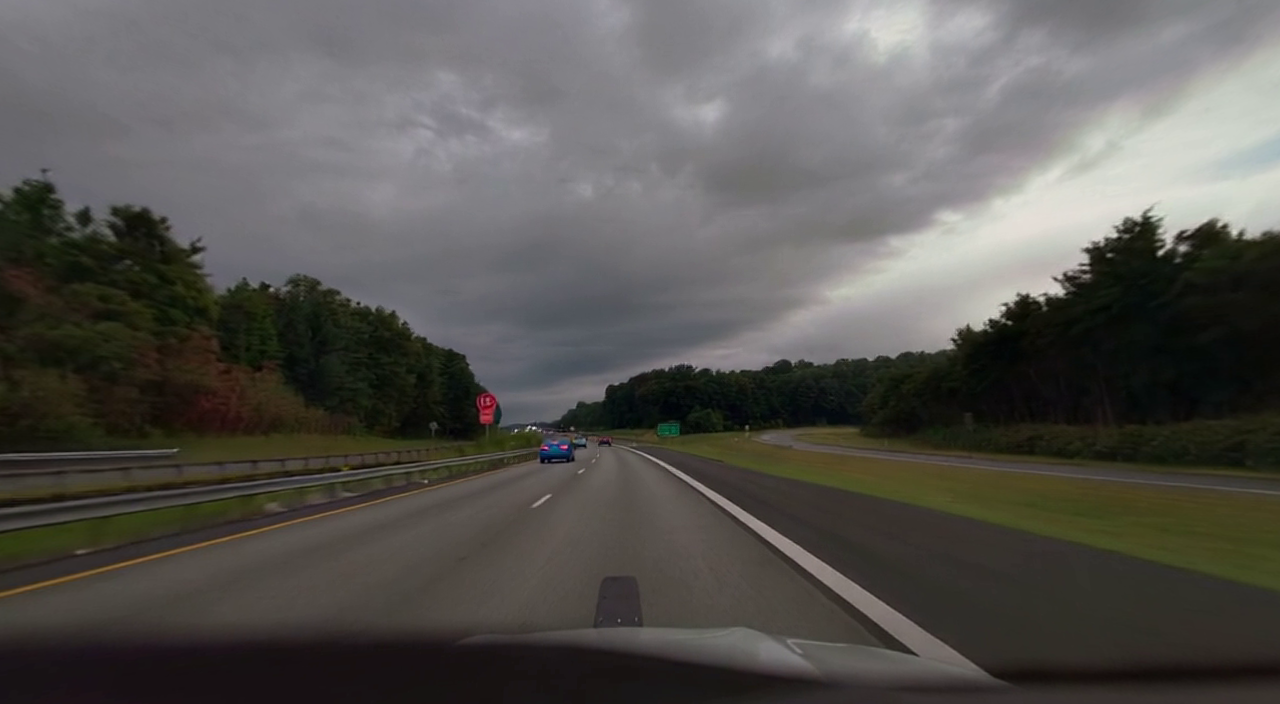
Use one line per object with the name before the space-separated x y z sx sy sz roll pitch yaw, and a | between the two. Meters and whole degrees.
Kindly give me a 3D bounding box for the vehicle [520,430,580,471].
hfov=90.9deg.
vehicle | -3.823 4.277 27.663 2.047 1.612 4.631 0 -8 -1
